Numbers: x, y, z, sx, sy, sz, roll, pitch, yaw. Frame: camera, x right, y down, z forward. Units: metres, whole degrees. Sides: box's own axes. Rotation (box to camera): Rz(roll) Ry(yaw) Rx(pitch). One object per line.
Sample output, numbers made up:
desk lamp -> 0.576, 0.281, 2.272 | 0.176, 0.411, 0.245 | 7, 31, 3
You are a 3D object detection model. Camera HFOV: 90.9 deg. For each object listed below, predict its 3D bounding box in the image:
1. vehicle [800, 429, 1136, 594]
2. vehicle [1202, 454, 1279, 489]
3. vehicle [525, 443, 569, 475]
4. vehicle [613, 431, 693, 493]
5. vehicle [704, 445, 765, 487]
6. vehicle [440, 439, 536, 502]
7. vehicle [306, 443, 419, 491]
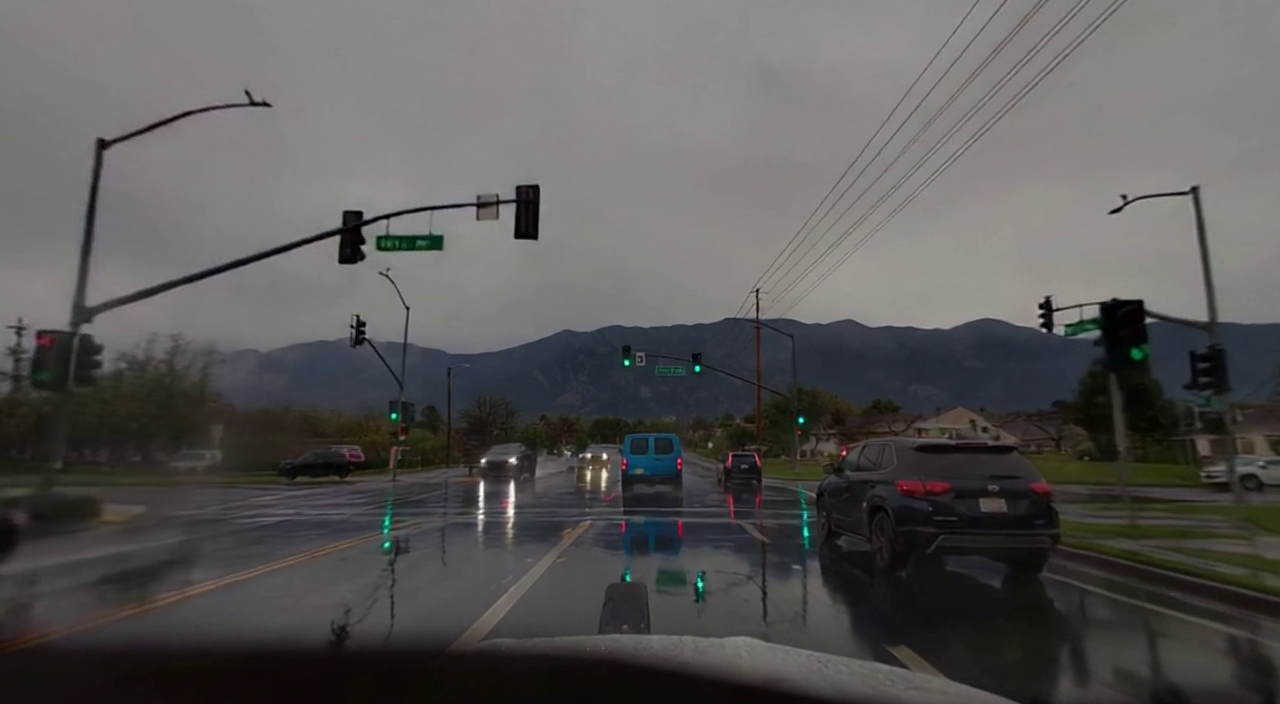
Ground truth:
vehicle -> 3.951, 1.980, 8.842 | 2.155, 1.658, 4.721 | 0, -8, 0
vehicle -> 29.145, 5.453, 28.935 | 4.649, 1.481, 2.019 | 0, -9, 1
vehicle -> -5.568, 6.426, 38.073 | 1.983, 1.801, 4.391 | 0, -8, 0
vehicle -> 0.445, 4.011, 23.420 | 2.636, 2.011, 5.130 | 0, -8, 0
vehicle -> 3.901, 4.776, 26.794 | 1.957, 1.646, 4.355 | 0, -8, 0
vehicle -> -4.960, 3.676, 20.082 | 2.059, 1.749, 4.458 | 4, -9, -25
vehicle -> -11.860, 4.848, 26.931 | 4.530, 1.864, 1.999 | -5, -10, 29
